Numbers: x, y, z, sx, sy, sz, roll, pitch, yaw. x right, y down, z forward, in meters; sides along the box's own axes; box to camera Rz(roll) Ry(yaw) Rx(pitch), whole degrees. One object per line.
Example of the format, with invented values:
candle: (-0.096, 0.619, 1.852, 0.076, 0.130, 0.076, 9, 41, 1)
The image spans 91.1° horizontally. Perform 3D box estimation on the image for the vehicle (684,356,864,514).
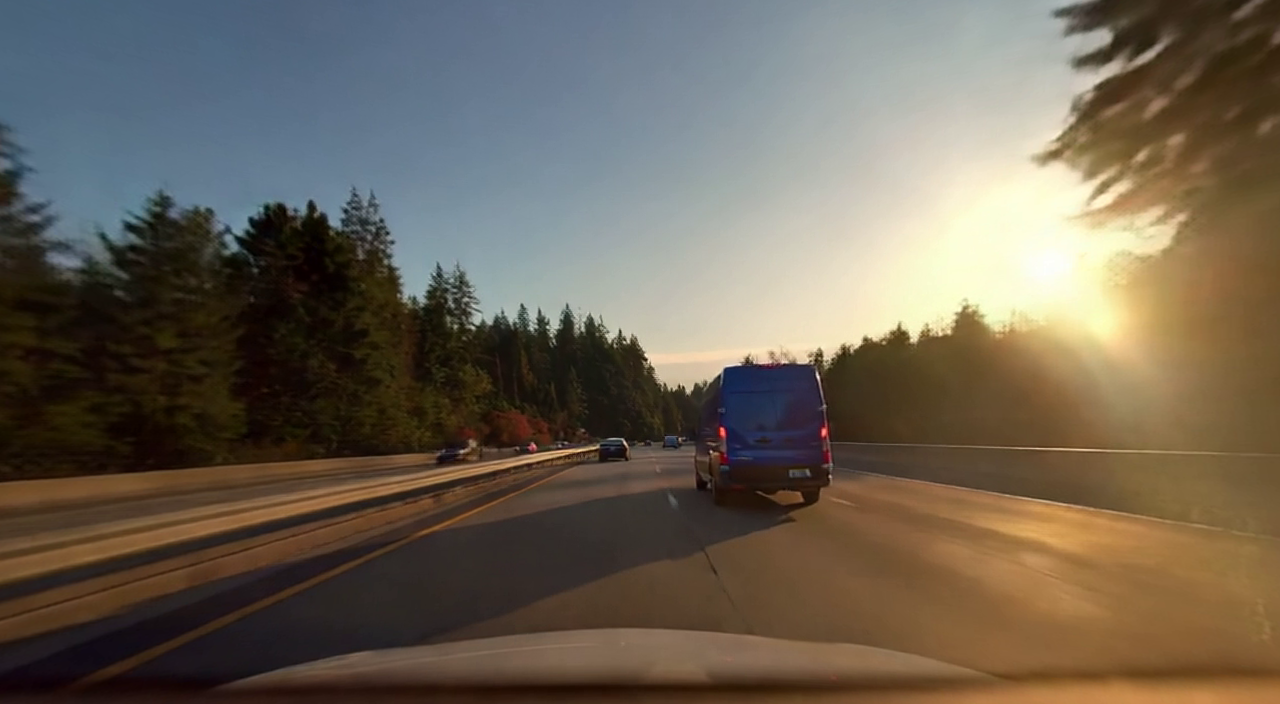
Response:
vehicle: (2.458, 1.840, 14.032, 2.416, 2.595, 7.243, 0, -8, 0)

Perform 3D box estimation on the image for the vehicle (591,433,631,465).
vehicle: (-1.388, 4.870, 31.885, 1.900, 1.524, 4.324, 0, -8, -1)
